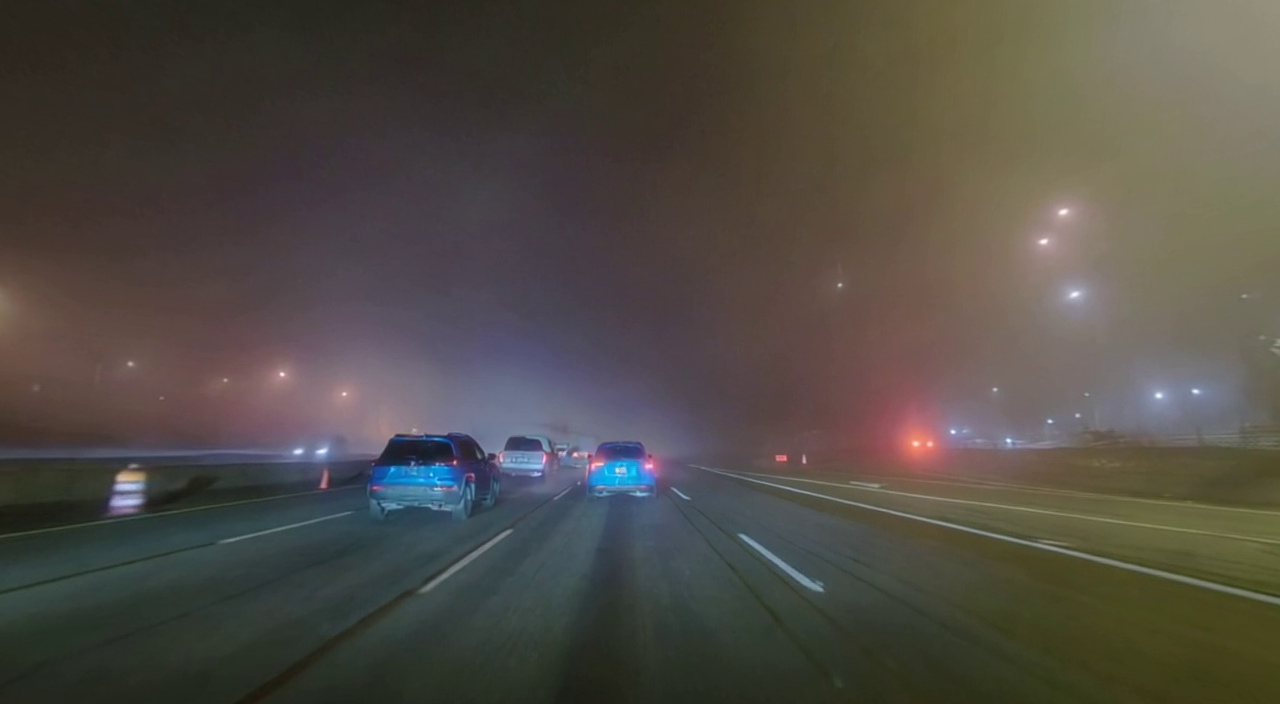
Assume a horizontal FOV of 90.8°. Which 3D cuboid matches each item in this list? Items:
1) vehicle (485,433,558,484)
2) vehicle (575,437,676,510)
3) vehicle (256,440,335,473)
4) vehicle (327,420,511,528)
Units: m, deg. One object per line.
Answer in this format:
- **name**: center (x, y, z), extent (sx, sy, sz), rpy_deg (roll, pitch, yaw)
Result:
- **vehicle**: center (-4.314, 3.947, 23.640), extent (1.982, 1.727, 4.057), rpy_deg (0, -9, -1)
- **vehicle**: center (-0.370, 2.803, 15.086), extent (2.069, 1.484, 3.982), rpy_deg (0, -9, -2)
- **vehicle**: center (-18.798, 5.680, 34.685), extent (1.936, 1.710, 4.301), rpy_deg (0, -8, -1)
- **vehicle**: center (-3.950, 2.251, 12.155), extent (2.025, 1.708, 4.089), rpy_deg (0, -9, 0)
